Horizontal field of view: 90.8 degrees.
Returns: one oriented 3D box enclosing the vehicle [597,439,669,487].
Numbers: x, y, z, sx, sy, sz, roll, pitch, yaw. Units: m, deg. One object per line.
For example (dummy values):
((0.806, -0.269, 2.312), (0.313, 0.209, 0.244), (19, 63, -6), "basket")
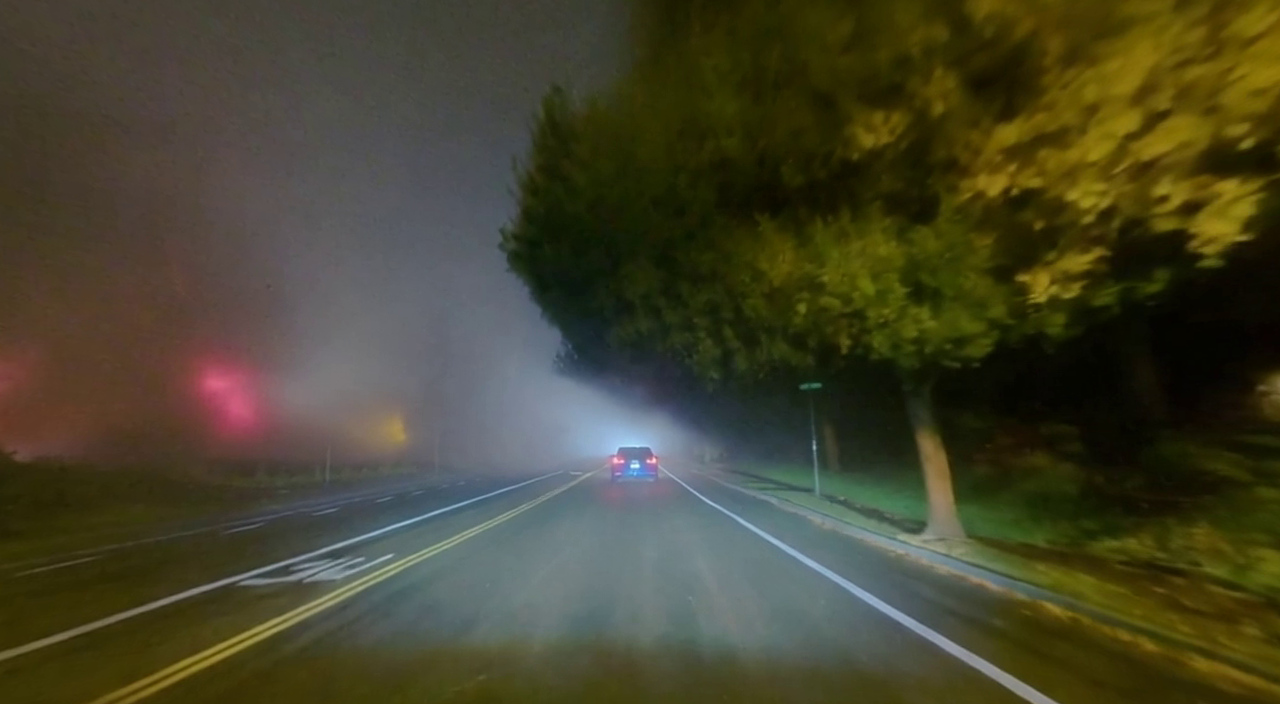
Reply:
((-0.217, 3.867, 22.418), (2.295, 1.510, 4.364), (0, -8, 0), "vehicle")
